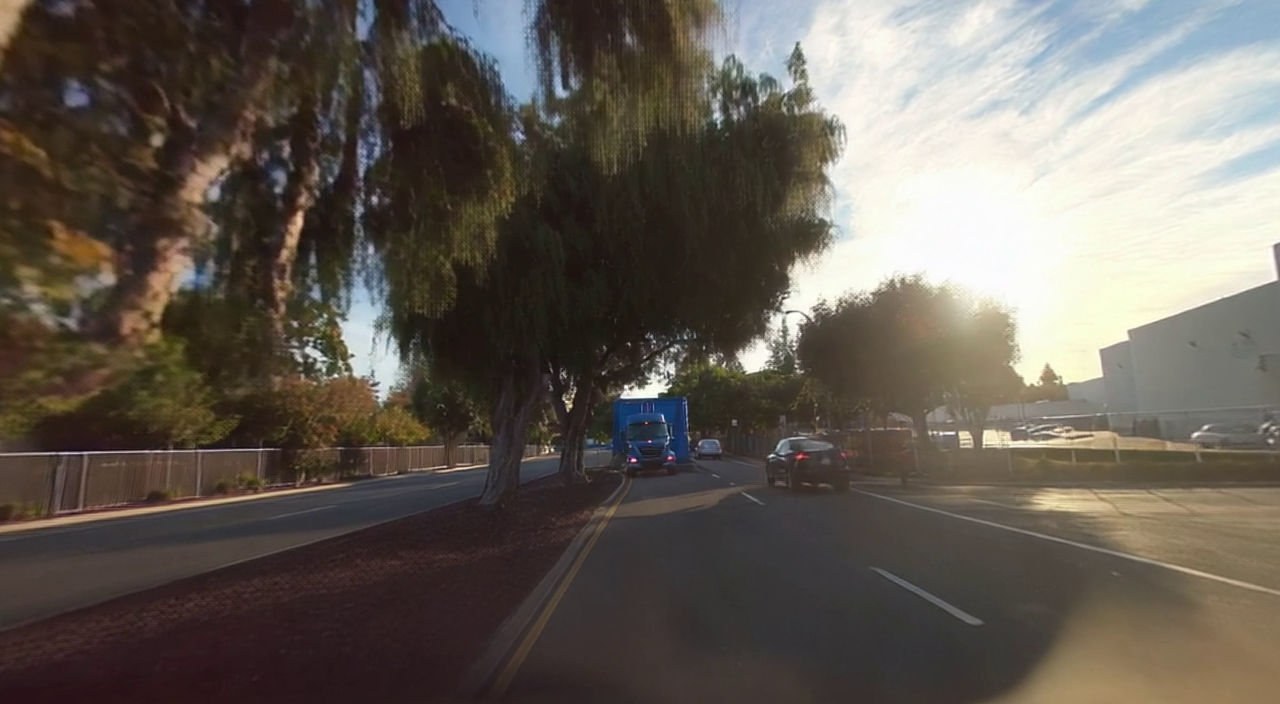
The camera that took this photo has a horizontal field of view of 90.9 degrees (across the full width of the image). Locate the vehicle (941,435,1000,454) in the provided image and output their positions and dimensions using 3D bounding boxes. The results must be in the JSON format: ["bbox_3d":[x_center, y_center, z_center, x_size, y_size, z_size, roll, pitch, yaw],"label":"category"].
[{"bbox_3d":[23.421,6.563,44.687,3.251,1.321,1.555,-1,-9,0],"label":"vehicle"}]

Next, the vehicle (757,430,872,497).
[{"bbox_3d":[4.840,3.161,18.260,2.076,1.661,4.524,0,-8,1],"label":"vehicle"}]

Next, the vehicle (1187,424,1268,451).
[{"bbox_3d":[43.594,6.346,46.935,2.050,1.801,5.143,-5,-8,15],"label":"vehicle"}]

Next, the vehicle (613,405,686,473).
[{"bbox_3d":[0.530,4.341,31.173,3.197,2.963,7.055,0,-8,2],"label":"vehicle"}]
